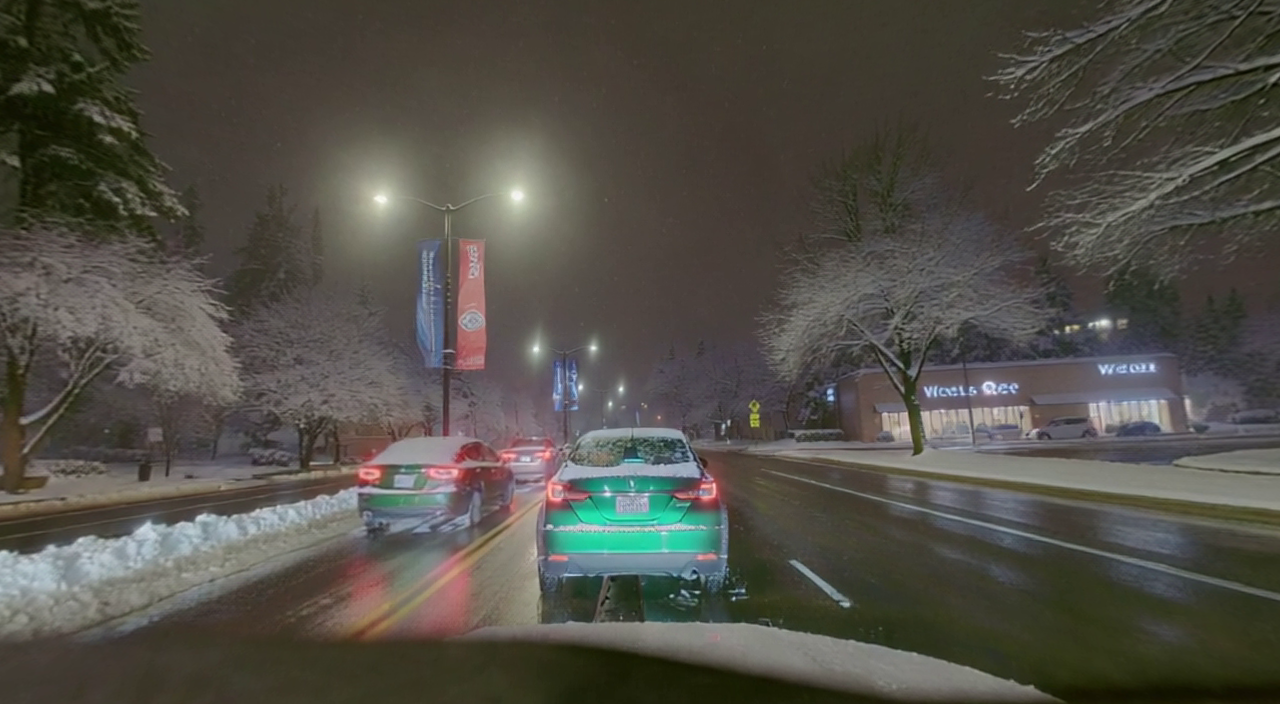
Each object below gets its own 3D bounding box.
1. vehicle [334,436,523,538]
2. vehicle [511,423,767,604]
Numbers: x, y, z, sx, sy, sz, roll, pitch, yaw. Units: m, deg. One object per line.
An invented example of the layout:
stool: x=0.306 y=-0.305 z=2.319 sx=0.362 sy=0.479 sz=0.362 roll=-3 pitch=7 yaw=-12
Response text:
vehicle: x=-3.447 y=2.267 z=11.326 sx=1.952 sy=1.431 sz=4.383 roll=0 pitch=-8 yaw=-1
vehicle: x=-0.064 y=1.638 z=7.298 sx=2.126 sy=1.475 sz=3.967 roll=0 pitch=-8 yaw=-2
